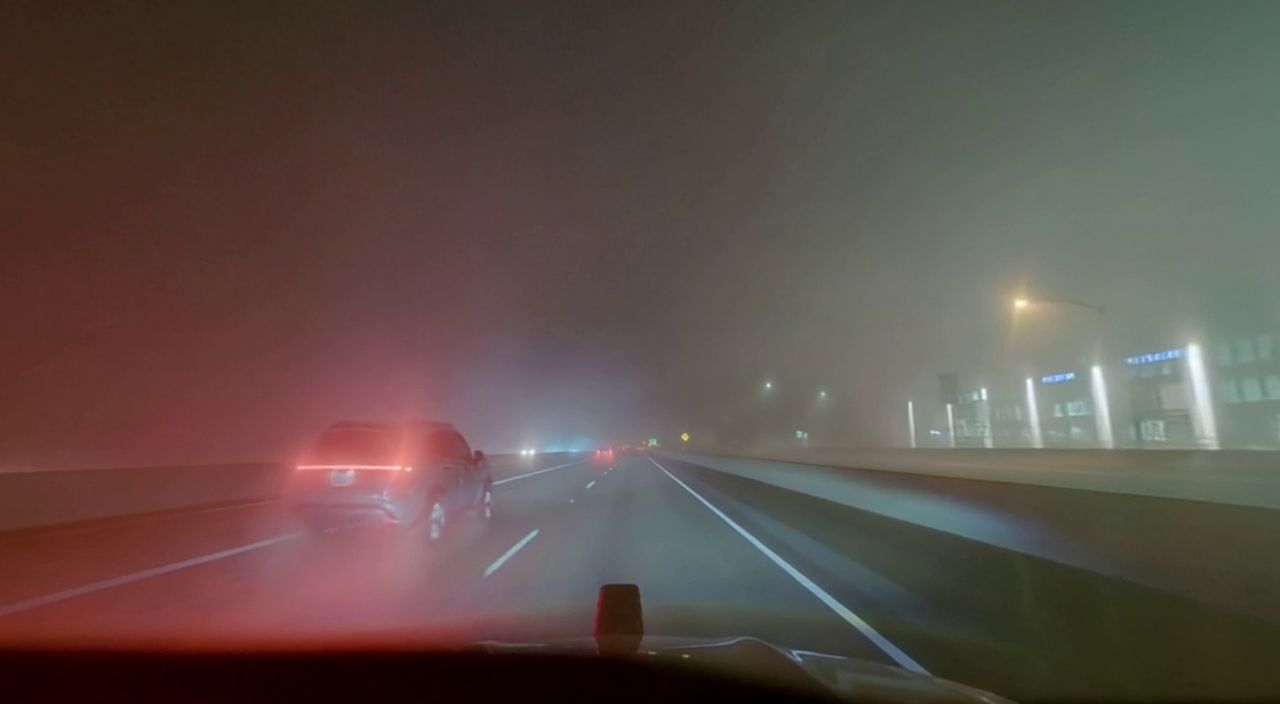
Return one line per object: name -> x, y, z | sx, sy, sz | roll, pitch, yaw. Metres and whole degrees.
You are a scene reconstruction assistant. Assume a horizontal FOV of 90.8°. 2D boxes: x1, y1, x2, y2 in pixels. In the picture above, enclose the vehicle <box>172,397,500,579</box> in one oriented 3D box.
vehicle -> -3.638, 1.745, 8.918 | 2.145, 1.828, 4.867 | 0, -8, 1
